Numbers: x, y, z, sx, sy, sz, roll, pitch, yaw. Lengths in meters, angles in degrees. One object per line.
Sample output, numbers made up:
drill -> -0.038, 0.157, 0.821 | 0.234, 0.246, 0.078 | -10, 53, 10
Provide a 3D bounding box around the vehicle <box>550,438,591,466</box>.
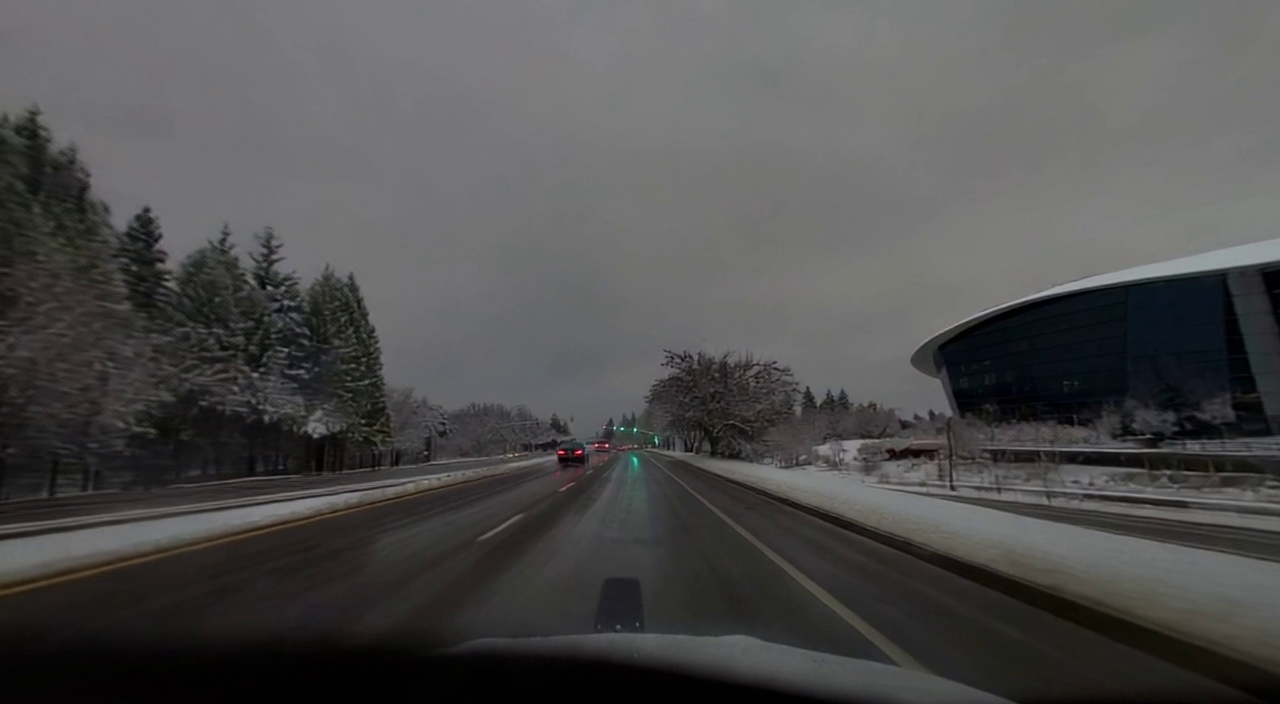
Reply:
vehicle -> -4.047, 5.919, 37.486 | 1.984, 1.521, 4.682 | 0, -8, -1
